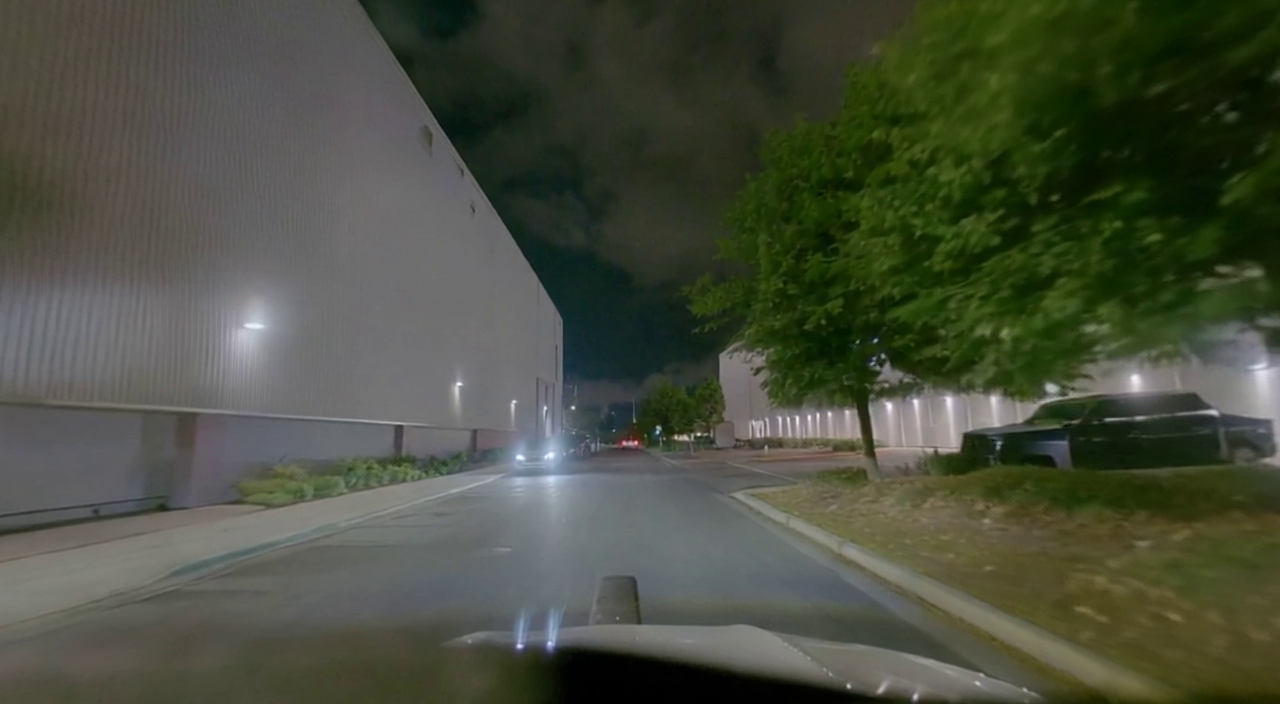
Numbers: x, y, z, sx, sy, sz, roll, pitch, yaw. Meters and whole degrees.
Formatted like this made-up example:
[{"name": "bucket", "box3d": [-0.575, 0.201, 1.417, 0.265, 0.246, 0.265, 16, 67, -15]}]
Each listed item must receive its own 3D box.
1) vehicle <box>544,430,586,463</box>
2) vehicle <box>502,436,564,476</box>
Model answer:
[{"name": "vehicle", "box3d": [-4.810, 6.163, 40.813, 2.161, 1.843, 5.181, -4, -9, -2]}, {"name": "vehicle", "box3d": [-4.788, 4.740, 28.785, 2.040, 1.501, 4.440, -4, -9, -1]}]
